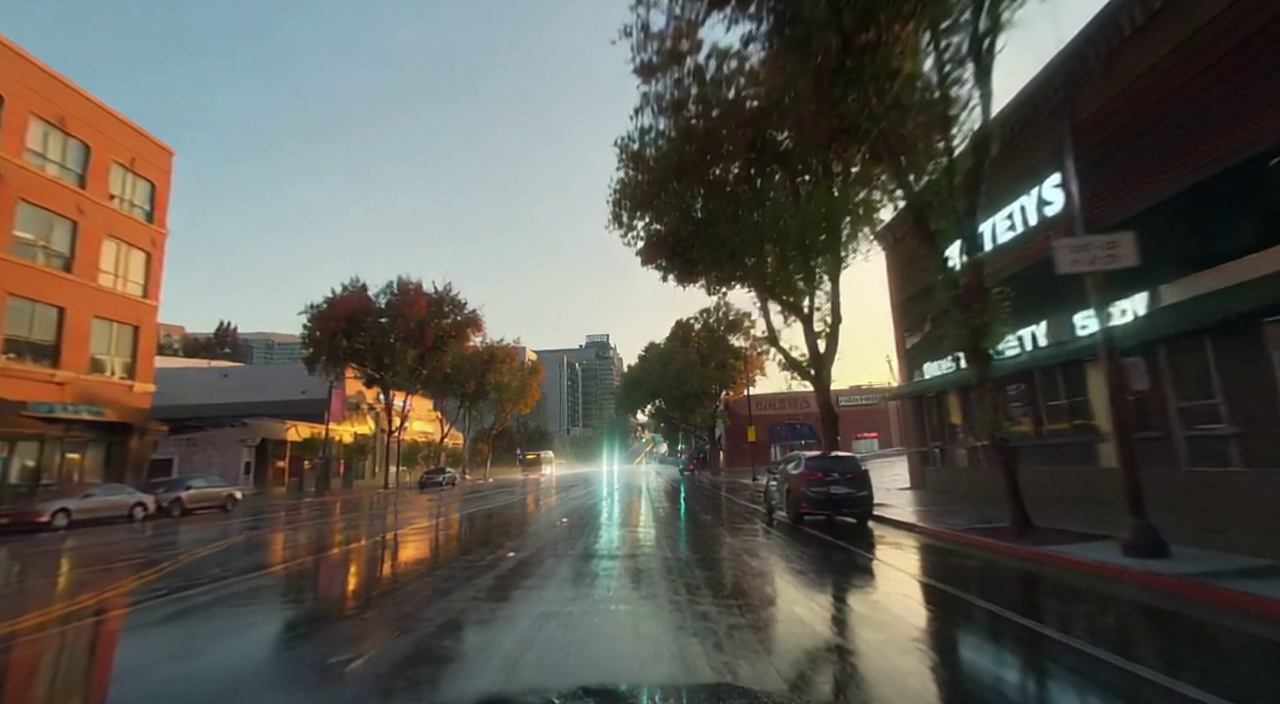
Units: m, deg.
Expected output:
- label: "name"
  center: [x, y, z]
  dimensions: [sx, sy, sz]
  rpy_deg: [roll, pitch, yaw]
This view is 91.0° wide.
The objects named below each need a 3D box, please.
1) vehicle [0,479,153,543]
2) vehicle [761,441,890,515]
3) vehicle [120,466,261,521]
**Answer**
- label: "vehicle"
  center: [-17.331, 4.672, 18.965]
  dimensions: [1.767, 1.487, 4.265]
  rpy_deg: [0, -9, 3]
- label: "vehicle"
  center: [5.158, 3.590, 18.471]
  dimensions: [2.241, 1.832, 5.234]
  rpy_deg: [0, -9, 1]
- label: "vehicle"
  center: [-17.478, 5.473, 24.852]
  dimensions: [1.920, 1.796, 4.710]
  rpy_deg: [0, -9, 2]
